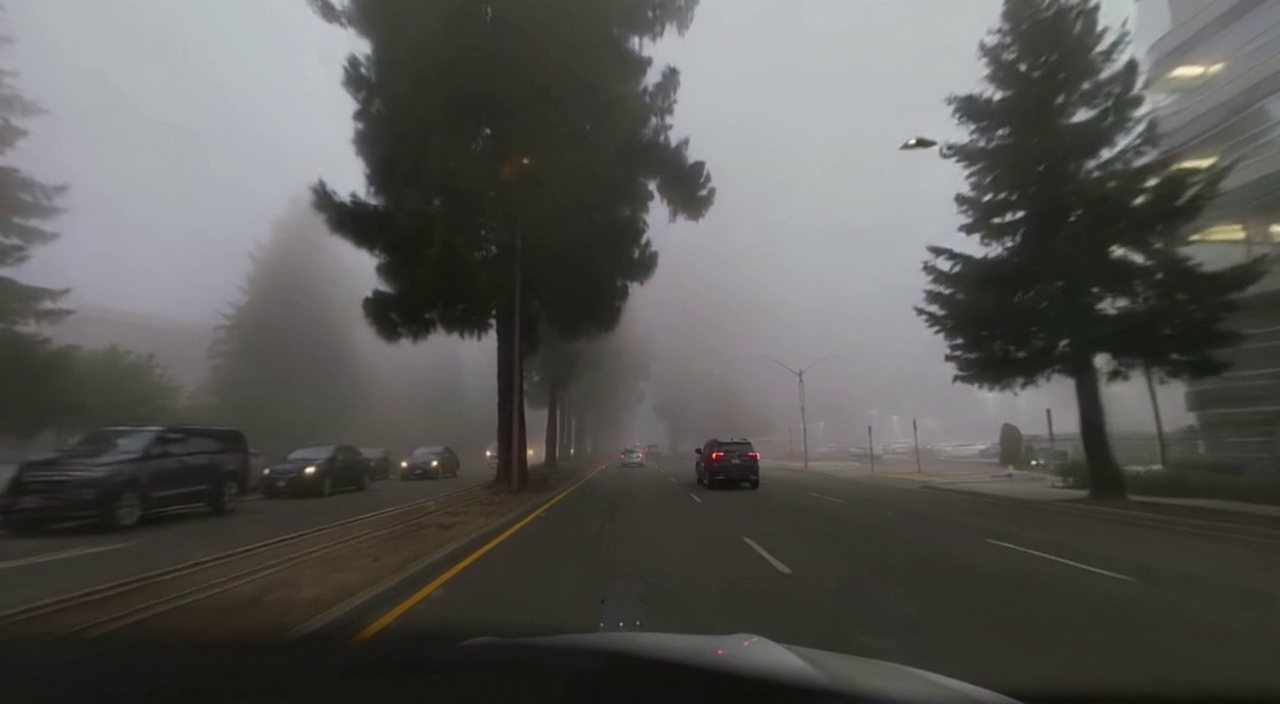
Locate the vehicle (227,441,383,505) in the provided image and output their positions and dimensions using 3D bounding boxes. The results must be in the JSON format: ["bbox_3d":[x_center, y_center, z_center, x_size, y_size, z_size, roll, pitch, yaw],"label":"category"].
[{"bbox_3d":[-8.871,3.214,17.230,1.864,1.500,4.294,0,-9,0],"label":"vehicle"}]

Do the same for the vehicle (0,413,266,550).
[{"bbox_3d":[-9.008,2.113,10.984,2.024,1.822,4.824,0,-9,0],"label":"vehicle"}]

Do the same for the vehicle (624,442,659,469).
[{"bbox_3d":[0.054,6.576,40.293,2.145,1.572,4.021,0,-9,-1],"label":"vehicle"}]

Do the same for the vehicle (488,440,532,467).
[{"bbox_3d":[-9.483,7.472,46.539,2.165,1.863,4.880,0,-9,0],"label":"vehicle"}]

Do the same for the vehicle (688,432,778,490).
[{"bbox_3d":[3.103,3.795,22.252,2.235,1.806,4.818,0,-9,-2],"label":"vehicle"}]

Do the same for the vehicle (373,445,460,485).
[{"bbox_3d":[-9.070,4.593,26.020,1.938,1.464,4.340,0,-9,1],"label":"vehicle"}]
